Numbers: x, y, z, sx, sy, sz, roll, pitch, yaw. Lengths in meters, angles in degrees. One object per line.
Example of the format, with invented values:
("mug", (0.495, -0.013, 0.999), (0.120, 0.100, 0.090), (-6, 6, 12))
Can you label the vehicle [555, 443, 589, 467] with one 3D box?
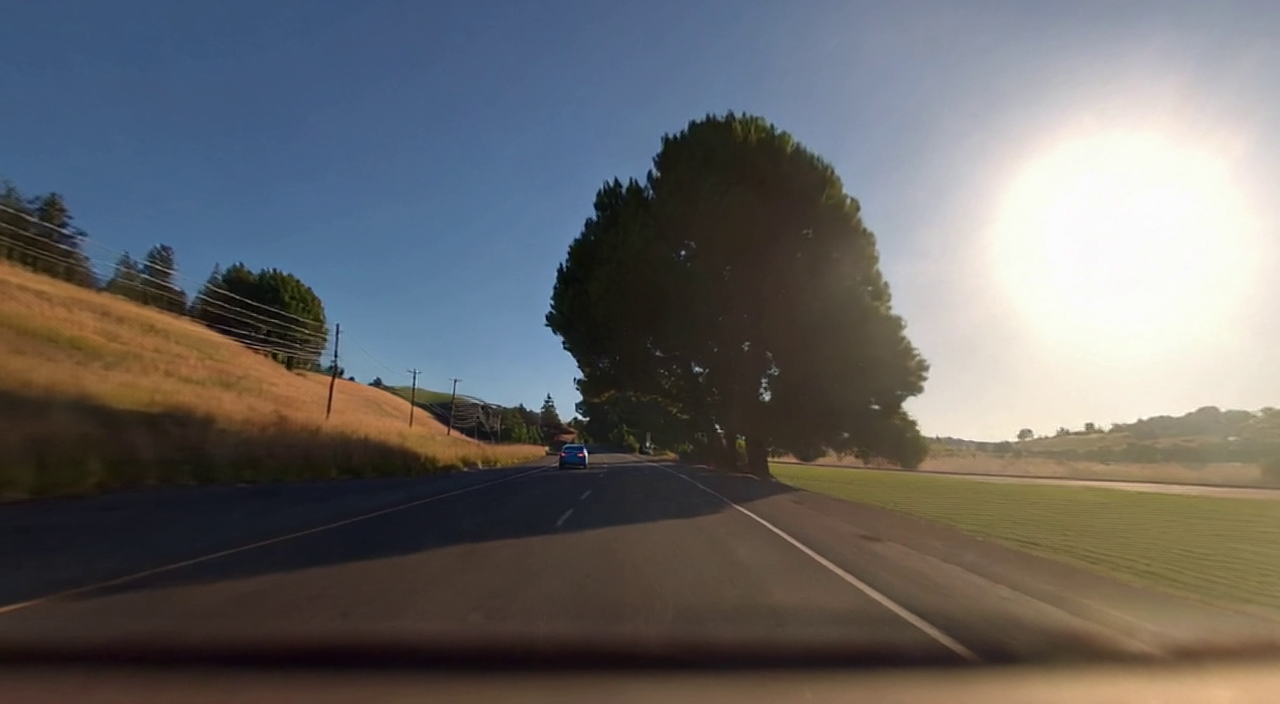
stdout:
("vehicle", (-4.496, 6.920, 42.385), (1.968, 1.503, 4.443), (1, -9, -3))
